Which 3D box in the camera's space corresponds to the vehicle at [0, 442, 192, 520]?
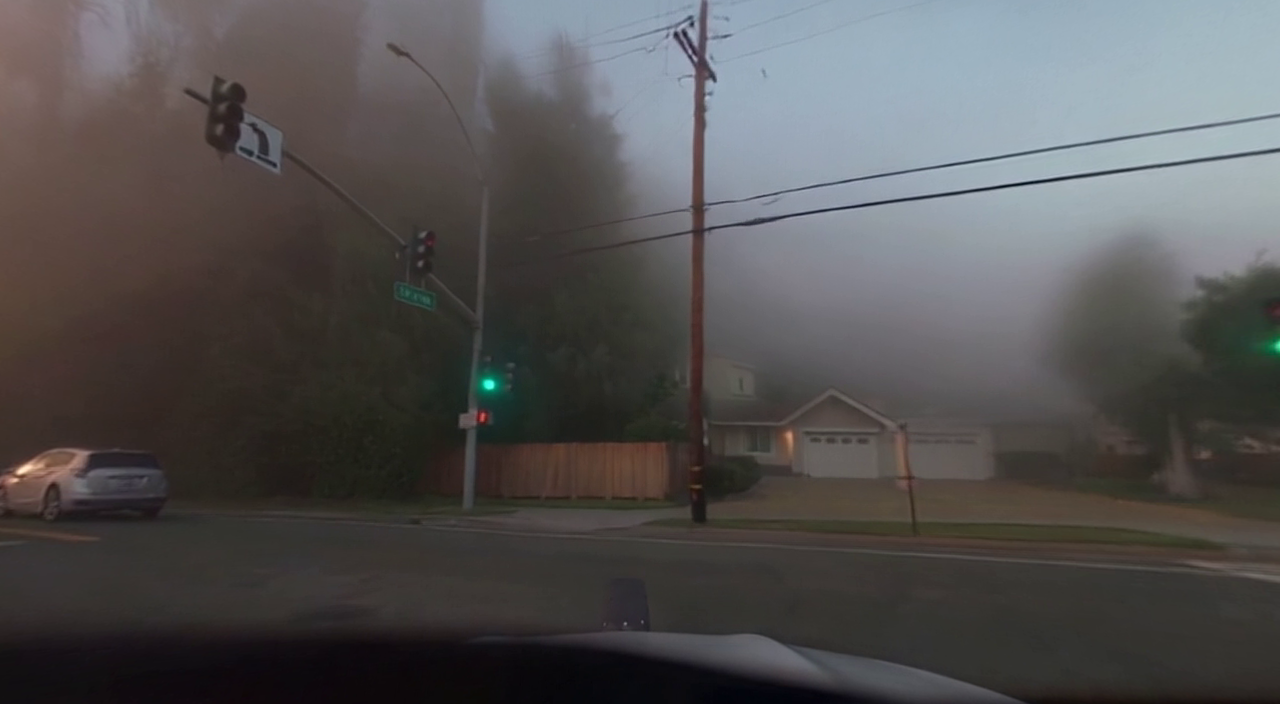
[{"bbox_3d":[-12.610,2.786,14.165,4.512,1.506,2.078,-4,-9,25],"label":"vehicle"}]
